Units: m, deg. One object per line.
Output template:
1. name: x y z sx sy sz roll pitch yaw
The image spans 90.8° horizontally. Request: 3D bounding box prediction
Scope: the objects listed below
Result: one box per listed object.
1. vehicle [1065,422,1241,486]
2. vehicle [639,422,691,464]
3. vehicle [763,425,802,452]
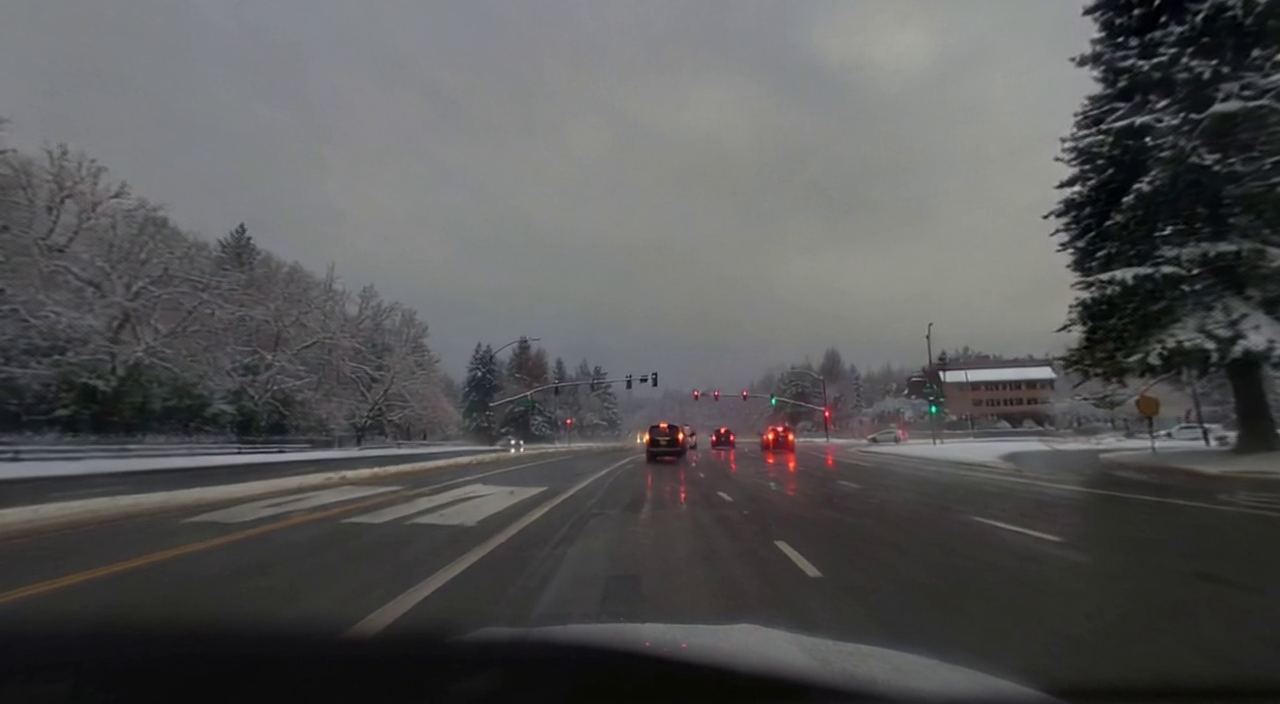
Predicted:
1. vehicle: 14.648 2.936 18.475 2.118 1.606 4.640 -2 -8 14
2. vehicle: 1.250 4.258 29.577 2.211 1.795 4.179 -1 -8 5
3. vehicle: 9.869 6.025 43.937 2.074 1.791 4.393 -1 -8 6
